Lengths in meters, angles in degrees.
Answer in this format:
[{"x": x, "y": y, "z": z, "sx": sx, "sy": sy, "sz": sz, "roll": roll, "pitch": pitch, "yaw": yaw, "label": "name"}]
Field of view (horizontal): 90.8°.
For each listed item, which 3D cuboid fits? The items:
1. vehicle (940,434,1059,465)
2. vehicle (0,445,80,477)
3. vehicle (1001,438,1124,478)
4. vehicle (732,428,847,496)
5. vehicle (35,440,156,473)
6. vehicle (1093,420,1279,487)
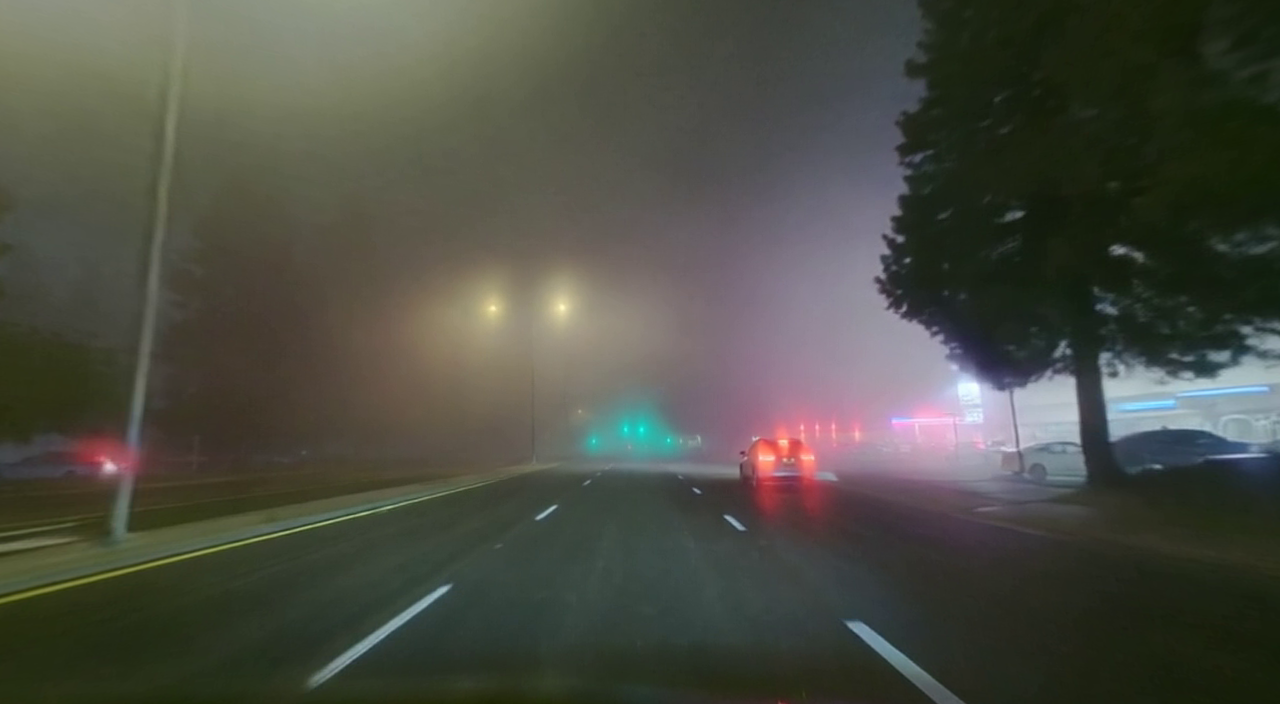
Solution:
[{"x": 23.461, "y": 6.388, "z": 41.441, "sx": 6.404, "sy": 1.894, "sz": 2.275, "roll": 0, "pitch": -8, "yaw": 0, "label": "vehicle"}, {"x": -33.086, "y": 5.670, "z": 33.062, "sx": 5.406, "sy": 1.627, "sz": 2.177, "roll": 0, "pitch": -8, "yaw": -1, "label": "vehicle"}, {"x": 15.960, "y": 3.979, "z": 23.988, "sx": 3.383, "sy": 1.393, "sz": 1.730, "roll": 0, "pitch": -8, "yaw": 3, "label": "vehicle"}, {"x": 4.531, "y": 3.427, "z": 20.119, "sx": 2.245, "sy": 1.864, "sz": 5.076, "roll": 0, "pitch": -8, "yaw": -2, "label": "vehicle"}, {"x": -33.060, "y": 6.347, "z": 38.505, "sx": 5.259, "sy": 1.760, "sz": 2.094, "roll": -2, "pitch": -9, "yaw": -3, "label": "vehicle"}, {"x": 16.680, "y": 2.897, "z": 18.177, "sx": 5.536, "sy": 1.705, "sz": 2.122, "roll": -1, "pitch": -9, "yaw": 1, "label": "vehicle"}]
